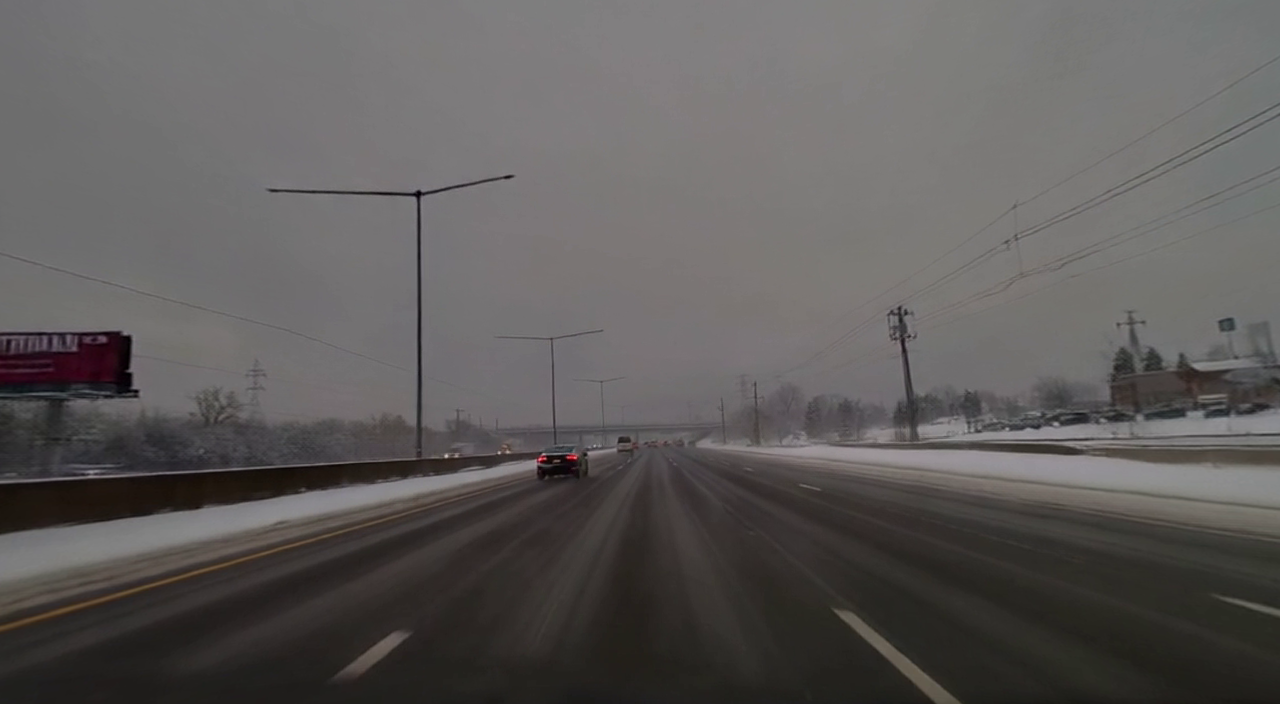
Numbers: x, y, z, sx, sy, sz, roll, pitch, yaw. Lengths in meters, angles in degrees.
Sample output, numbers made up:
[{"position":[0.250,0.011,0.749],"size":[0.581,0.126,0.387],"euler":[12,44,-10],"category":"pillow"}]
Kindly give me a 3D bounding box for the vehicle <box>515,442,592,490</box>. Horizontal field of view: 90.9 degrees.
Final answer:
[{"position":[-2.797,3.776,21.227],"size":[1.891,1.444,3.968],"euler":[-1,-8,2],"category":"vehicle"}]
